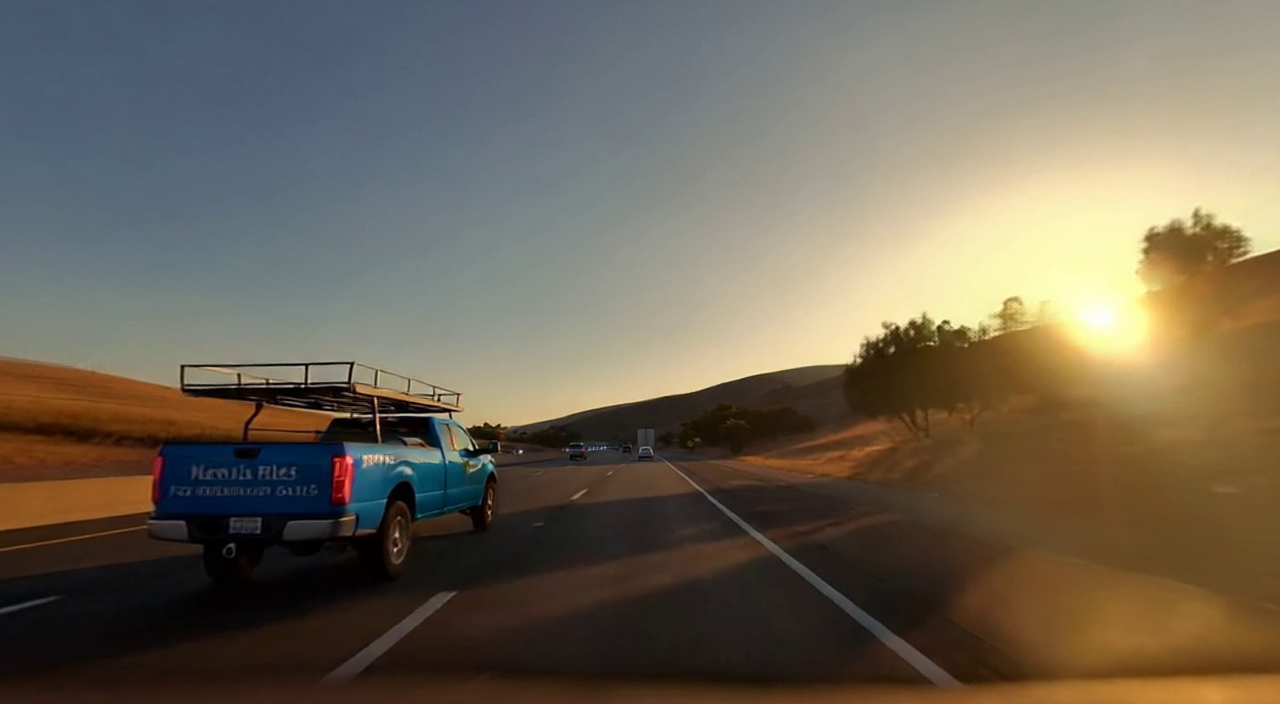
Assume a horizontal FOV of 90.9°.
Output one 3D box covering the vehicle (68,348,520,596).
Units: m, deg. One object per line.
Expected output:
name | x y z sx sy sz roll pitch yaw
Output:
vehicle | -3.889 1.602 9.350 2.791 2.330 6.725 0 -8 1
